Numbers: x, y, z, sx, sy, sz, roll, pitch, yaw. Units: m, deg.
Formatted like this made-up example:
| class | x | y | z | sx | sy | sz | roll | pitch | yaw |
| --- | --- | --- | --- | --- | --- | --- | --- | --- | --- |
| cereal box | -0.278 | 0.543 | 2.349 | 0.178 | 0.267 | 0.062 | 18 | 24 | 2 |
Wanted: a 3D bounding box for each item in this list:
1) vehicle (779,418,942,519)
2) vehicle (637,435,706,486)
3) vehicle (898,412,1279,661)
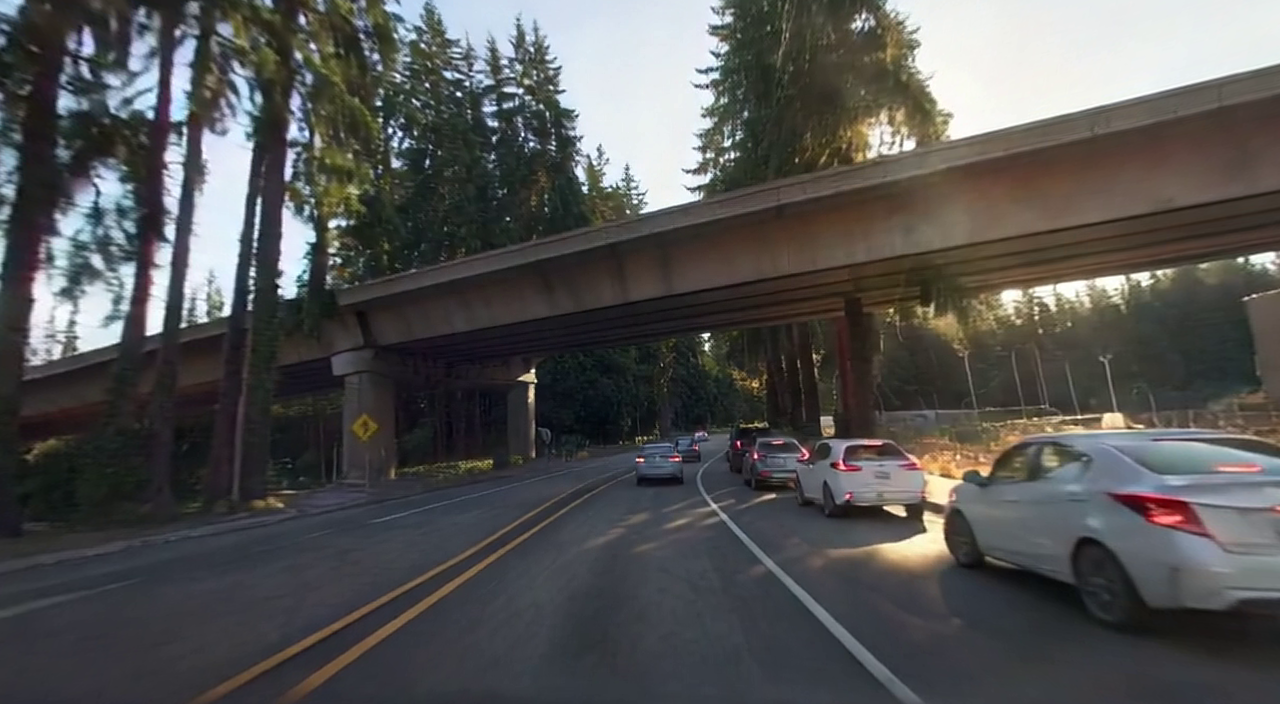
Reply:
| class | x | y | z | sx | sy | sz | roll | pitch | yaw |
| --- | --- | --- | --- | --- | --- | --- | --- | --- | --- |
| vehicle | 4.340 | 2.357 | 13.273 | 1.947 | 1.745 | 4.452 | 0 | -8 | 2 |
| vehicle | 1.123 | 3.562 | 21.068 | 2.078 | 1.506 | 4.058 | -1 | -8 | 5 |
| vehicle | 4.132 | 1.410 | 5.832 | 1.911 | 1.525 | 3.755 | 0 | -8 | 1 |
